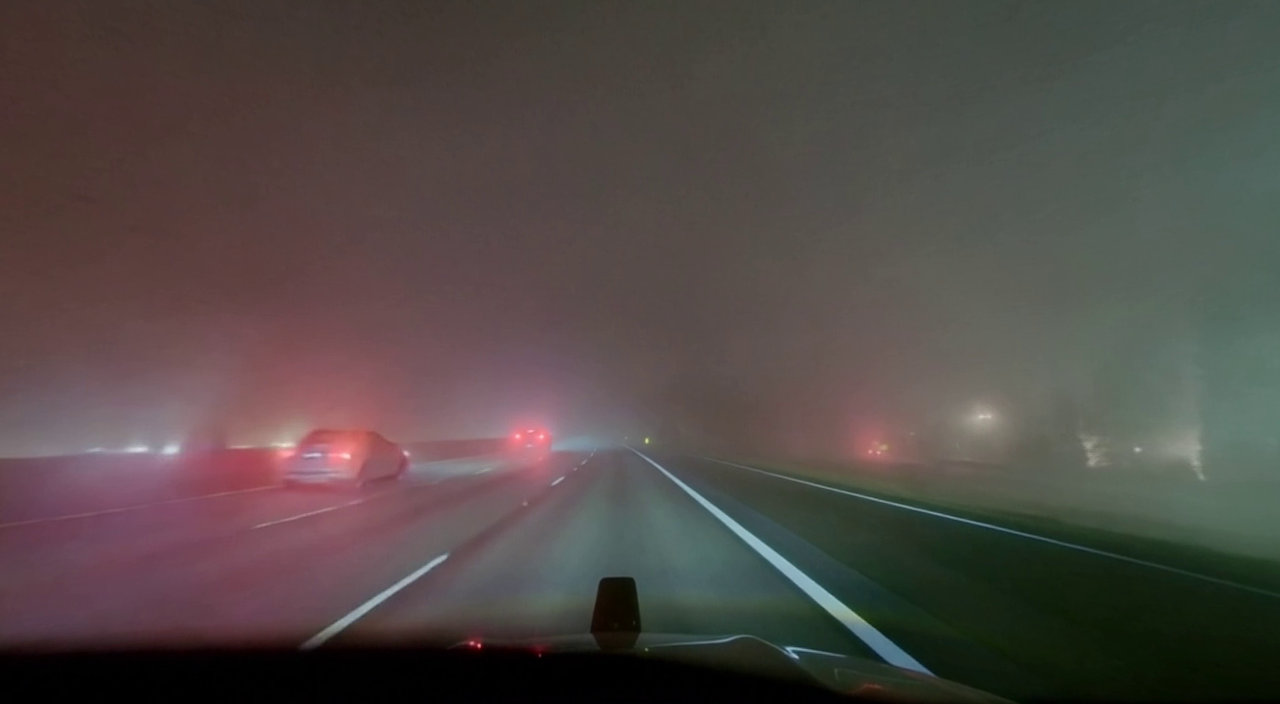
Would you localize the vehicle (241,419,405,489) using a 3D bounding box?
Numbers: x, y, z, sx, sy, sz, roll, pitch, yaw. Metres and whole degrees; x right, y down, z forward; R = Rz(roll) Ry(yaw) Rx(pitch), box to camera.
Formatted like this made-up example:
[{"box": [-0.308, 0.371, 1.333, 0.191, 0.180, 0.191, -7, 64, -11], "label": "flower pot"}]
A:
[{"box": [-8.421, 2.764, 17.316, 2.148, 1.635, 4.670, 1, -8, -2], "label": "vehicle"}]

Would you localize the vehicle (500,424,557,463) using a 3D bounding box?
[{"box": [-5.288, 4.404, 30.335, 2.007, 1.727, 4.040, 0, -8, -1], "label": "vehicle"}]

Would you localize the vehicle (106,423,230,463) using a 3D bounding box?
[{"box": [-20.013, 3.875, 26.944, 2.038, 1.533, 4.288, 0, -8, -1], "label": "vehicle"}]
